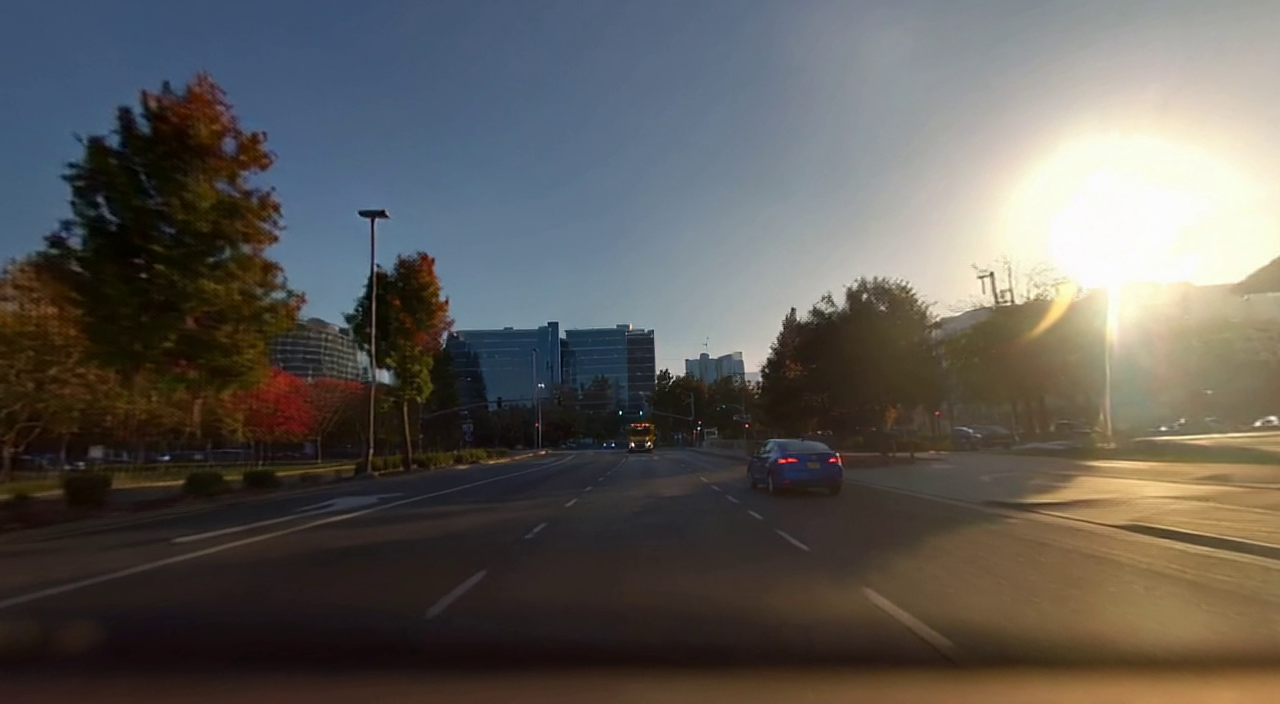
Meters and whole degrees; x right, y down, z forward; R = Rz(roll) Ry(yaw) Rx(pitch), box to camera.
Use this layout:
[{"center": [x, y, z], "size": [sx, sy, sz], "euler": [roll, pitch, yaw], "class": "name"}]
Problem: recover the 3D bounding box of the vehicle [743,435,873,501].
[{"center": [4.136, 2.921, 16.410], "size": [2.005, 1.442, 4.675], "euler": [0, -8, -1], "class": "vehicle"}]
